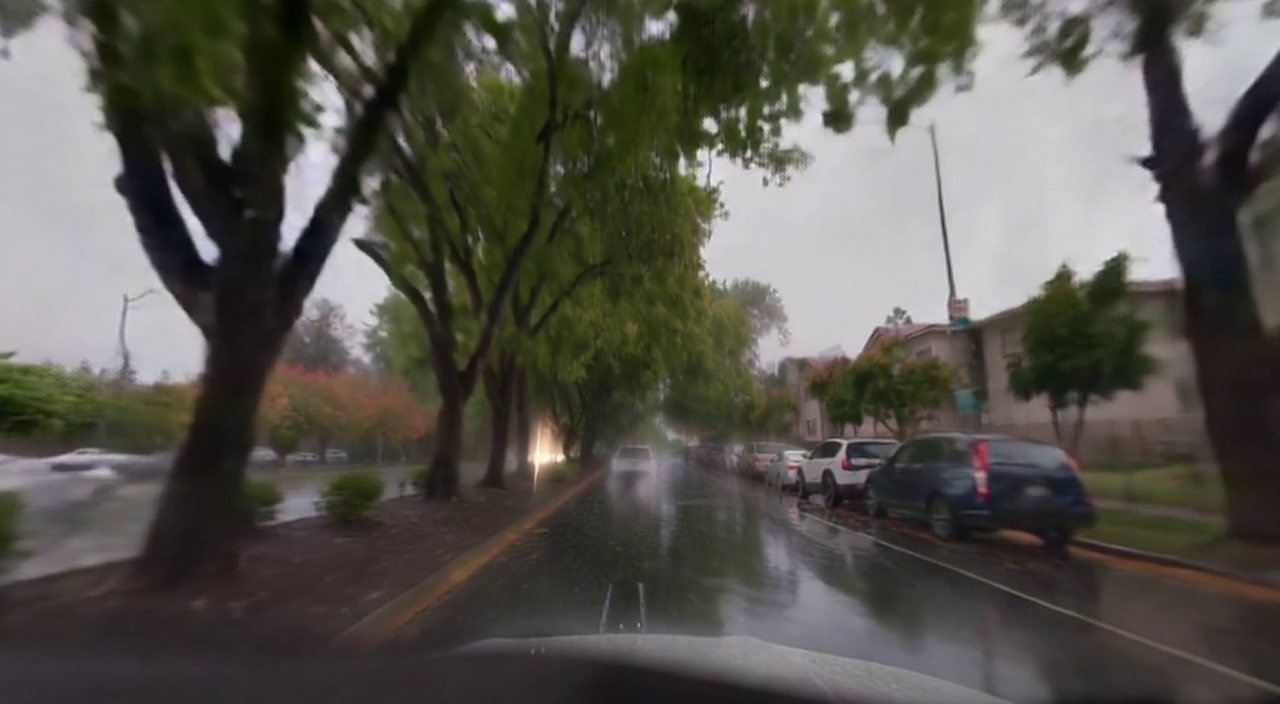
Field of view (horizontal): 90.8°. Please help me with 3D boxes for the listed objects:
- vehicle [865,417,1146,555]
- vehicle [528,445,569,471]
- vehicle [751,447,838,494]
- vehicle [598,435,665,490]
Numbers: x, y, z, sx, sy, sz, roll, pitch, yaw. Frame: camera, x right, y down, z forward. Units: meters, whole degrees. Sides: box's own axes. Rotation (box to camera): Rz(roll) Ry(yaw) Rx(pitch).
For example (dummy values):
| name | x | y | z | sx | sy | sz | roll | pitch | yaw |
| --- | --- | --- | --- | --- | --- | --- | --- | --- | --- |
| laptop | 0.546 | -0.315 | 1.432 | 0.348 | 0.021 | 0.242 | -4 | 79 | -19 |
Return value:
| name | x | y | z | sx | sy | sz | roll | pitch | yaw |
| --- | --- | --- | --- | --- | --- | --- | --- | --- | --- |
| vehicle | 5.846 | 2.193 | 11.022 | 2.139 | 1.872 | 4.585 | 0 | -9 | 1 |
| vehicle | -5.473 | 6.394 | 38.394 | 2.105 | 1.474 | 4.808 | 0 | -9 | -4 |
| vehicle | 5.335 | 4.128 | 22.385 | 2.005 | 1.499 | 4.108 | 0 | -9 | 0 |
| vehicle | -0.292 | 3.726 | 21.580 | 2.070 | 1.698 | 3.925 | 0 | -9 | -1 |
